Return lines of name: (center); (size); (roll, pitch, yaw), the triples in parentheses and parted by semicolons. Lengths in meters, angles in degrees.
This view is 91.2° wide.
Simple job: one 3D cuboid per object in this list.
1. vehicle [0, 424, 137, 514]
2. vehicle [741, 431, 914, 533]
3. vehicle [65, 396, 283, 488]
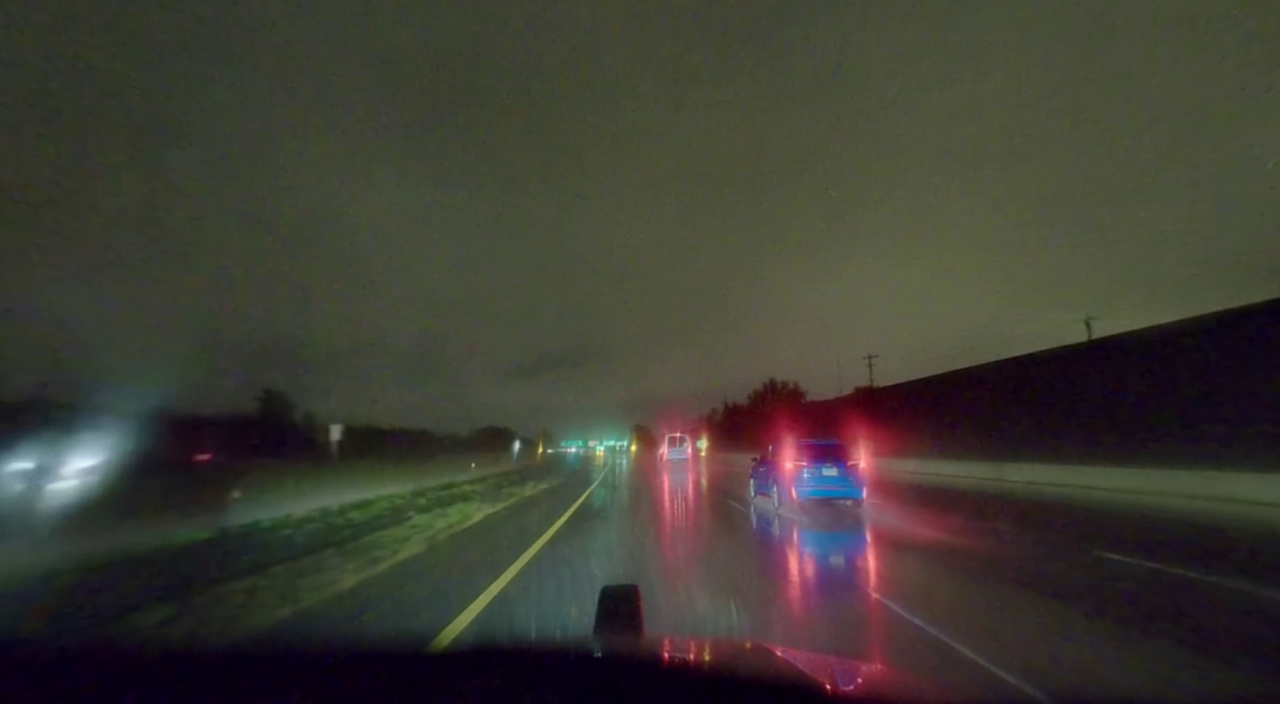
vehicle: (-12.365, 2.255, 12.203); (1.859, 1.584, 3.912); (0, -9, 0)
vehicle: (3.384, 2.436, 12.340); (2.002, 1.604, 4.265); (0, -9, -1)
vehicle: (-16.363, 3.308, 22.873); (2.475, 2.795, 7.128); (0, -9, -1)
